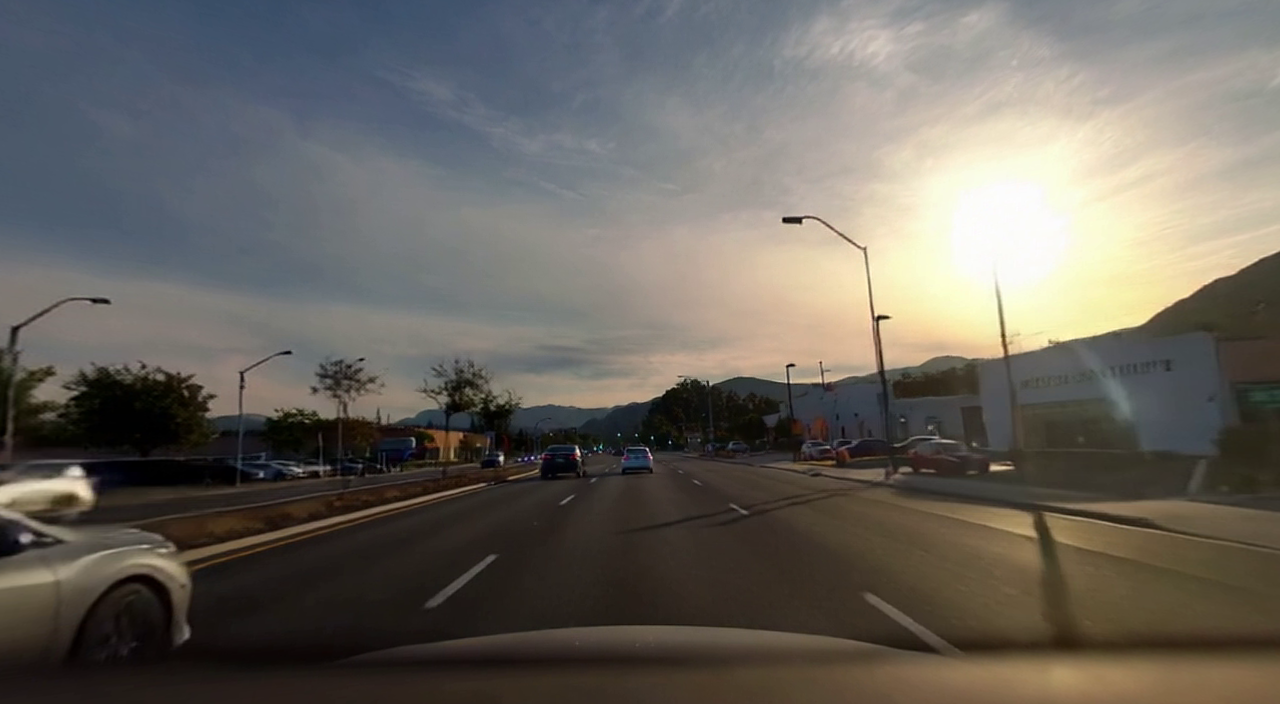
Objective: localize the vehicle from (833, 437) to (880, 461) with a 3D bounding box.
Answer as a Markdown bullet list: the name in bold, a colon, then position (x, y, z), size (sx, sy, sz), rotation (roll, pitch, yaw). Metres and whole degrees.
- **vehicle**: position (16.240, 7.306, 47.412), size (1.930, 1.713, 4.756), rotation (0, -9, 1)

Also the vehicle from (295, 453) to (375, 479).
- **vehicle**: position (-22.512, 8.398, 46.583), size (4.798, 1.823, 2.010), rotation (-1, -9, 3)

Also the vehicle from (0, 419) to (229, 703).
- **vehicle**: position (-3.646, 0.911, 1.789), size (2.003, 1.488, 4.282), rotation (0, -9, 1)

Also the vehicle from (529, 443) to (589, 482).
- **vehicle**: position (-3.305, 4.632, 26.617), size (1.939, 1.496, 4.309), rotation (0, -9, 0)

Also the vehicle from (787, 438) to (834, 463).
- **vehicle**: position (13.003, 7.545, 48.435), size (2.072, 1.769, 5.000), rotation (0, -9, -2)

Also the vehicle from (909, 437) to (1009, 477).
- **vehicle**: position (13.324, 4.388, 26.656), size (1.914, 1.523, 4.747), rotation (0, -9, 2)

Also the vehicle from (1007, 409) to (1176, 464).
- **vehicle**: position (19.980, 3.828, 28.253), size (5.511, 2.262, 2.351), rotation (-2, -9, 15)

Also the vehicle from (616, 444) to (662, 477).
- **vehicle**: position (-0.075, 5.065, 29.675), size (2.019, 1.459, 4.005), rotation (0, -9, 0)
